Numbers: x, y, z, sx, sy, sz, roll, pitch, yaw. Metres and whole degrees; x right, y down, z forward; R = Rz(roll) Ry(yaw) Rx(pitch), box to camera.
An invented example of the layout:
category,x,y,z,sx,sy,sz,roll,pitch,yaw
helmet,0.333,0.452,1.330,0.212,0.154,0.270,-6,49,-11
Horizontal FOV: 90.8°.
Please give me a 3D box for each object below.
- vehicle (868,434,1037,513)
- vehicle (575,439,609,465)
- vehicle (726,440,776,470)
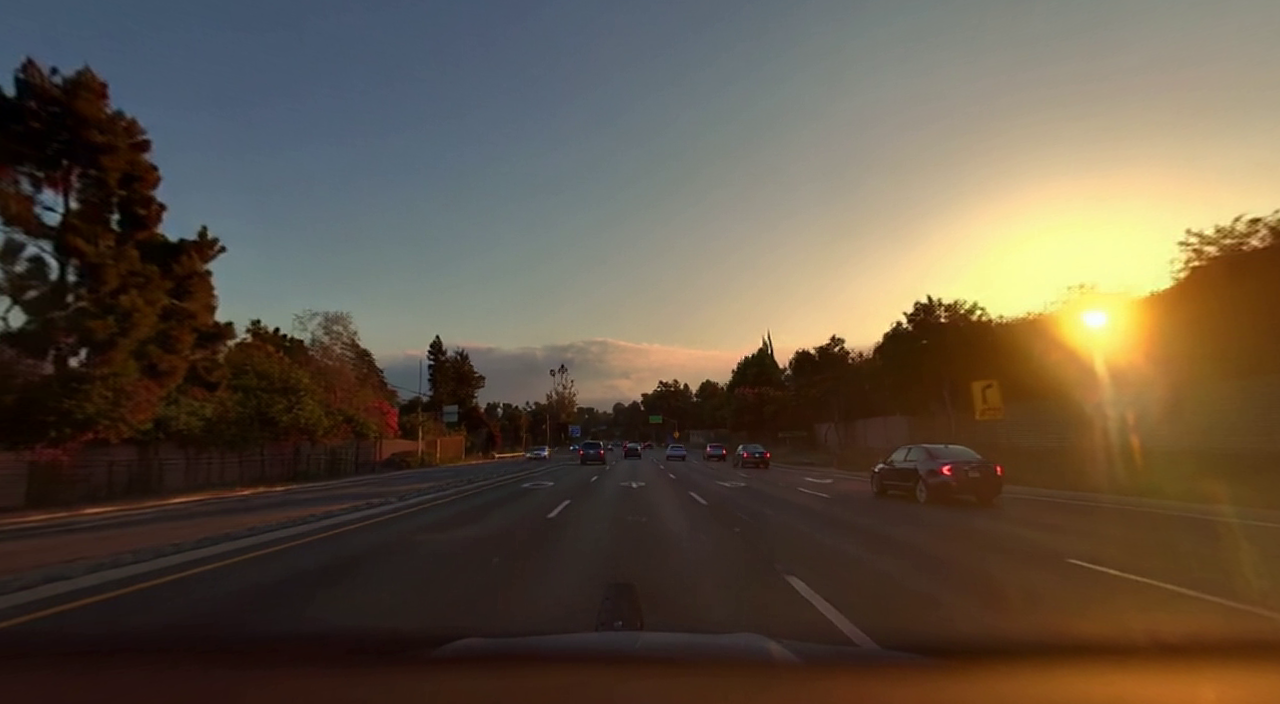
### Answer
category,x,y,z,sx,sy,sz,roll,pitch,yaw
vehicle,6.721,2.624,14.105,1.838,1.518,3.713,0,-8,-1
vehicle,-3.557,7.478,47.361,2.230,1.827,4.406,0,-8,0
vehicle,6.306,5.889,36.346,1.987,1.597,4.463,0,-8,-1
